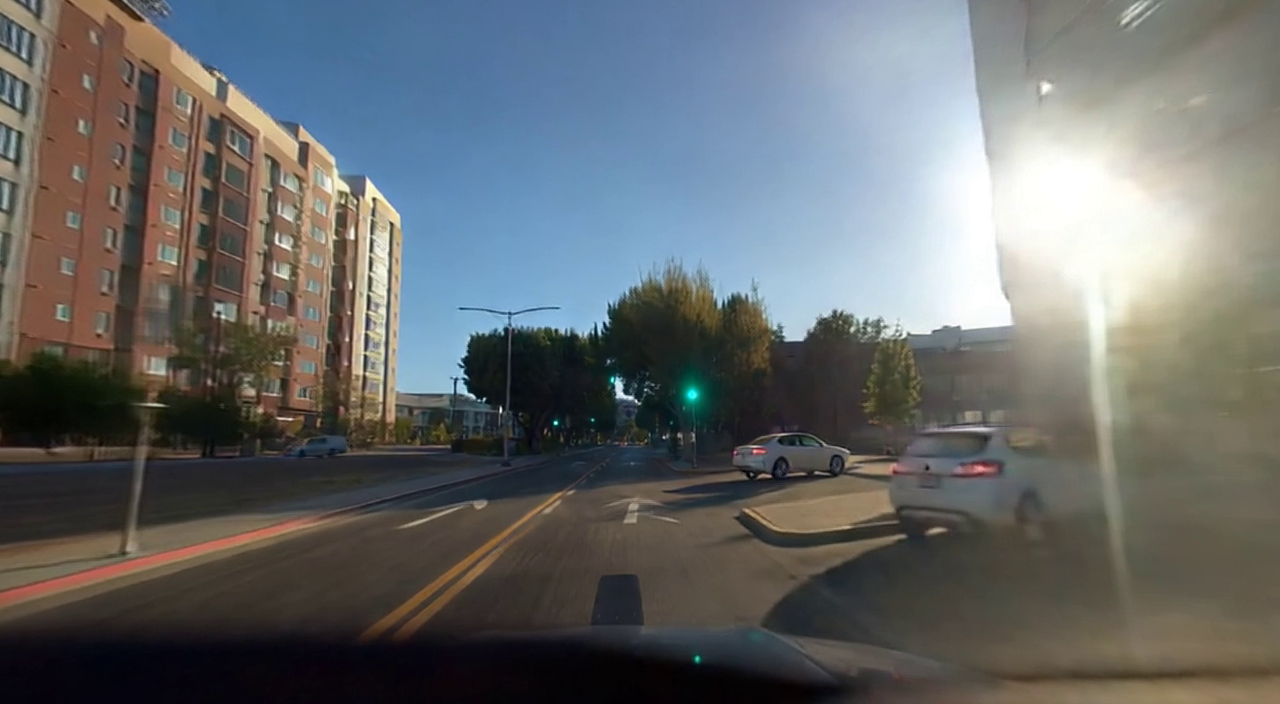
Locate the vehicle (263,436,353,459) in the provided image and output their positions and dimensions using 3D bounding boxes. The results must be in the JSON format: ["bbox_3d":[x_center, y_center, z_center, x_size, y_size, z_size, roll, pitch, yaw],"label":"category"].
[{"bbox_3d":[-19.564,5.648,37.416,2.660,1.211,4.739,-1,-8,2],"label":"vehicle"}]

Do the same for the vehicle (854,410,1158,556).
[{"bbox_3d":[4.969,1.622,8.487,3.844,1.524,1.847,4,-9,-32],"label":"vehicle"}]

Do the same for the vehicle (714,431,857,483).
[{"bbox_3d":[4.645,3.314,20.170,4.033,1.514,1.974,3,-9,-25],"label":"vehicle"}]
